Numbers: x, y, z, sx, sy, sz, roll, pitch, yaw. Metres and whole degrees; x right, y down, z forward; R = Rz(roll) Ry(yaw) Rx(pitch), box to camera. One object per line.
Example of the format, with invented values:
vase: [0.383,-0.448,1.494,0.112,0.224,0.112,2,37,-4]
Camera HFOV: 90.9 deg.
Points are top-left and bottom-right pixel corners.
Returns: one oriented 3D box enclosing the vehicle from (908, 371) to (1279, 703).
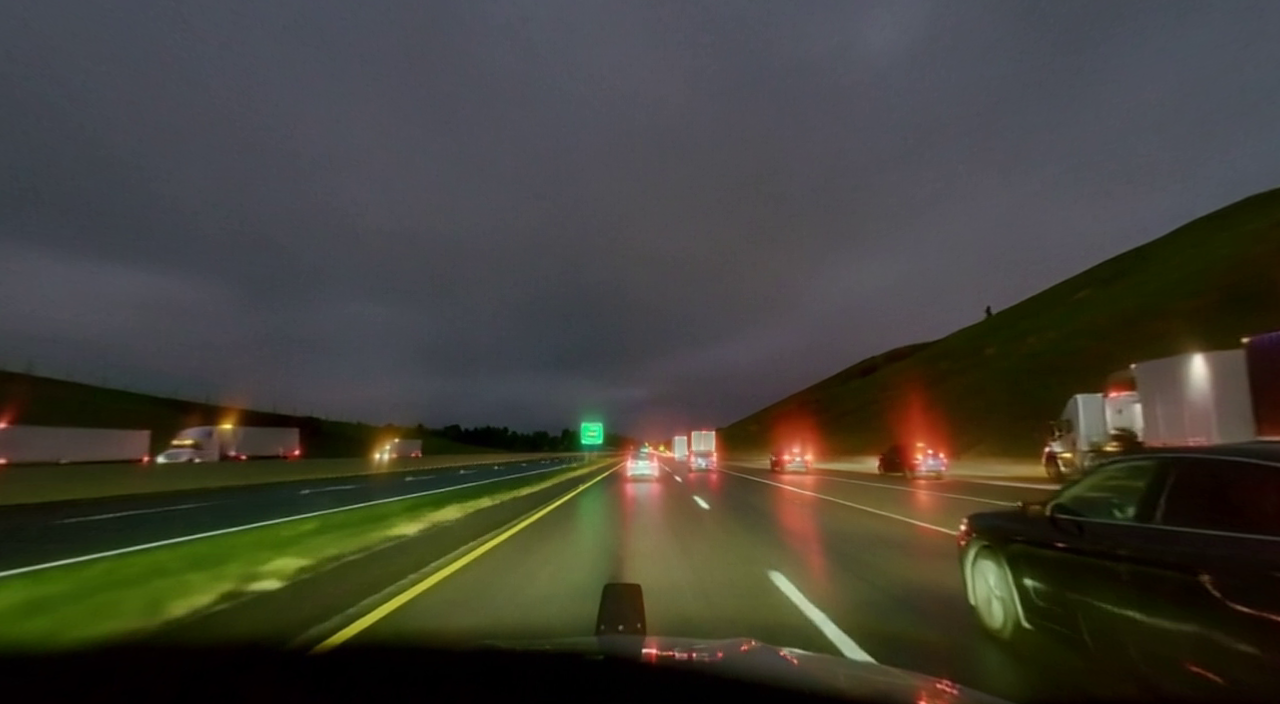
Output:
vehicle: [3.015,0.890,2.320,1.997,1.534,4.664,0,-9,0]

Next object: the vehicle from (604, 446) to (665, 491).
vehicle: [-0.174,4.087,22.353,1.970,1.441,3.846,0,-9,0]

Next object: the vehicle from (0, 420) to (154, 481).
vehicle: [-36.056,5.695,36.768,2.901,3.250,16.142,-2,-7,-1]

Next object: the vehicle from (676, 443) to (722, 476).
vehicle: [3.154,5.878,34.591,2.048,1.704,4.284,0,-9,0]
